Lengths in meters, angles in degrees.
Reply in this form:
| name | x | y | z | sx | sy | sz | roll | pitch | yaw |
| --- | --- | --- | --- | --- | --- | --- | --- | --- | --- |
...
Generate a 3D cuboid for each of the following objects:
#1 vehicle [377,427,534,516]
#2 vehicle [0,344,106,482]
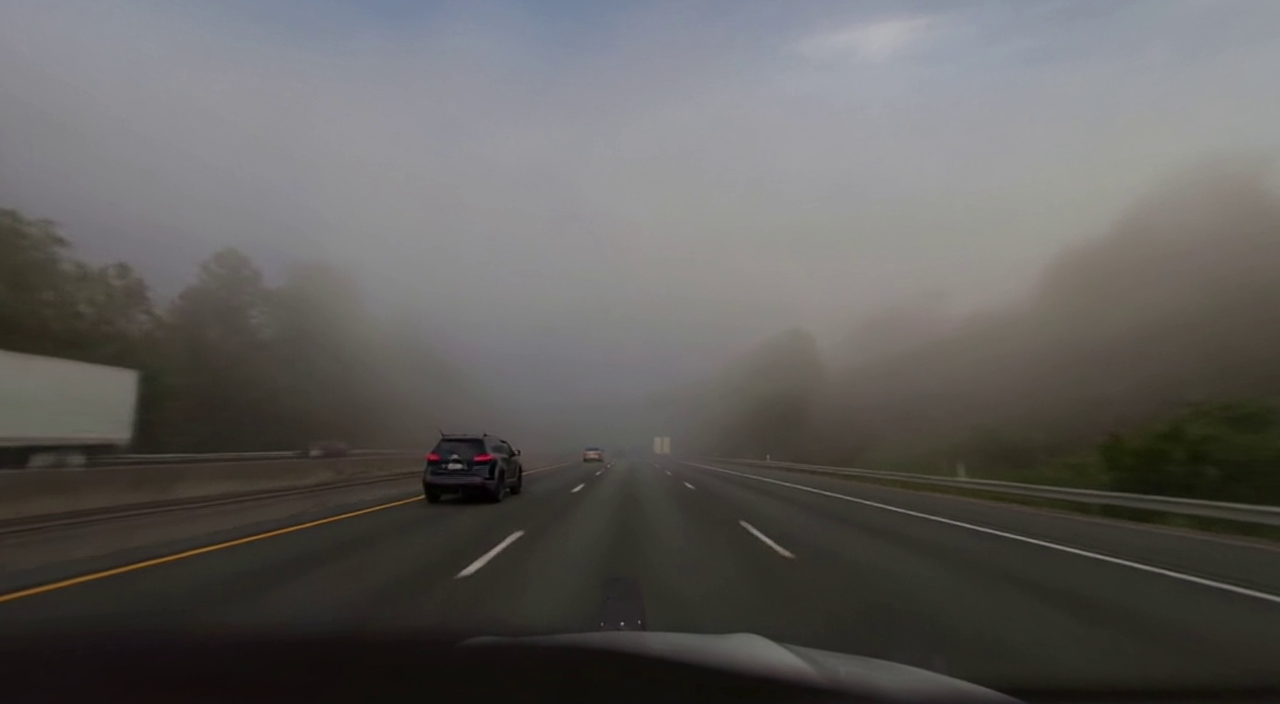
| name | x | y | z | sx | sy | sz | roll | pitch | yaw |
| --- | --- | --- | --- | --- | --- | --- | --- | --- | --- |
| vehicle | -3.880 | 2.609 | 14.238 | 2.108 | 1.666 | 4.558 | 0 | -9 | 1 |
| vehicle | -21.666 | 1.219 | 15.360 | 2.899 | 4.311 | 16.357 | 0 | -9 | 0 |
